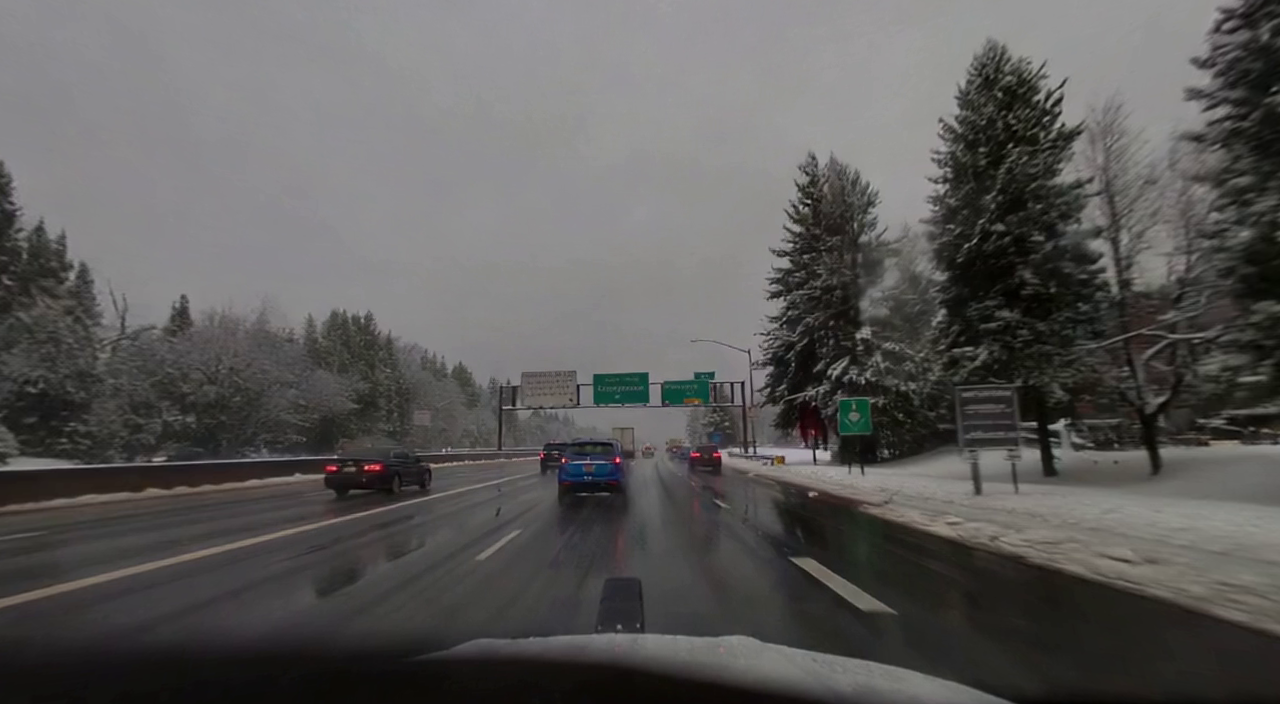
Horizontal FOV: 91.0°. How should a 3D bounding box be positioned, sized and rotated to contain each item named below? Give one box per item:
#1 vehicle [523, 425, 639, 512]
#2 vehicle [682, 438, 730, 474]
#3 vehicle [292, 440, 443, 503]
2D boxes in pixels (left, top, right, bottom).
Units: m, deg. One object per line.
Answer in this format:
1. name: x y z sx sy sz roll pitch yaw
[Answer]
1. vehicle: -1.220 2.739 15.236 2.101 1.742 4.495 0 -9 3
2. vehicle: 3.499 5.636 34.257 2.193 1.778 4.488 0 -9 1
3. vehicle: -7.379 3.256 17.692 2.057 1.496 4.661 0 -9 1
